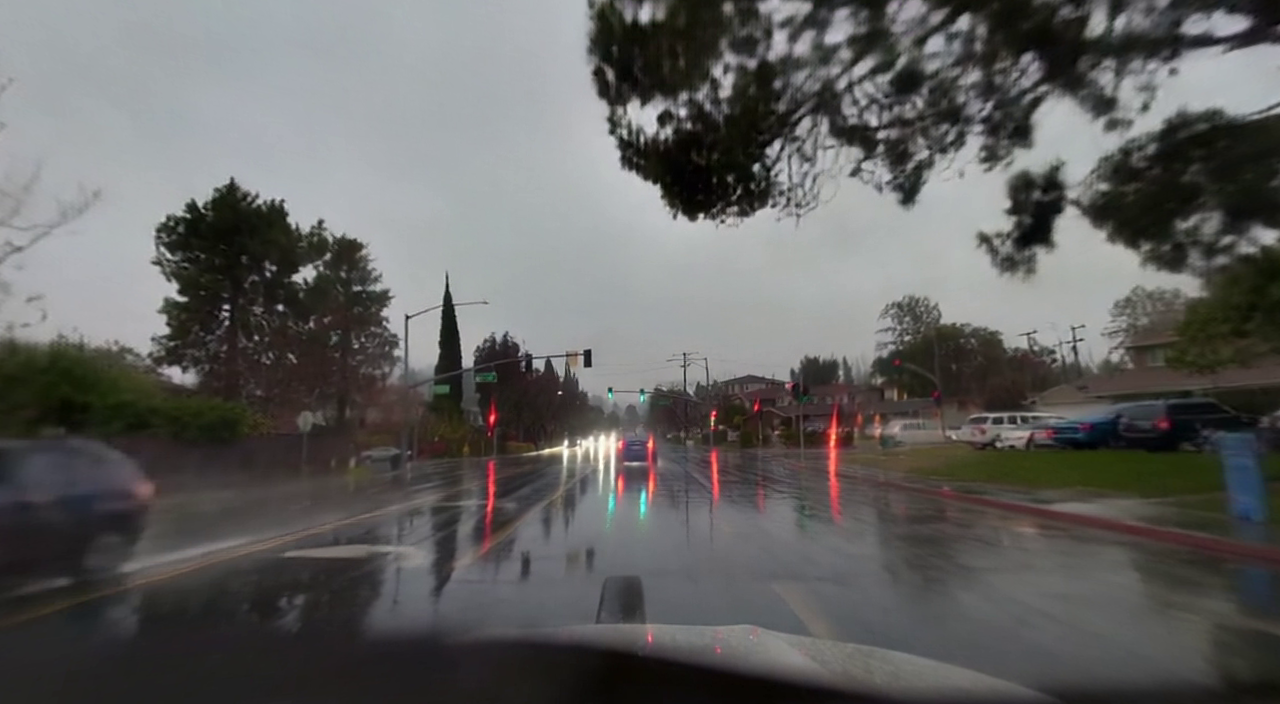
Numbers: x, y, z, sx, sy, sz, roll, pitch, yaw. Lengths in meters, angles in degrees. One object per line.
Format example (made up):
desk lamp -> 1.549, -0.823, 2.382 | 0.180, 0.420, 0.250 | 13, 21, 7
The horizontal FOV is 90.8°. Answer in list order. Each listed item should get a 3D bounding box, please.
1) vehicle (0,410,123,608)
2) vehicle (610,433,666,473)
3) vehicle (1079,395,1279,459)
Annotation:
vehicle -> -6.778, 1.266, 4.703 | 2.117, 1.756, 4.375 | 0, -9, 0
vehicle -> -0.068, 4.066, 25.596 | 2.104, 1.462, 3.991 | 0, -9, 0
vehicle -> 16.562, 2.304, 19.264 | 4.724, 1.814, 2.108 | 0, -9, -1
